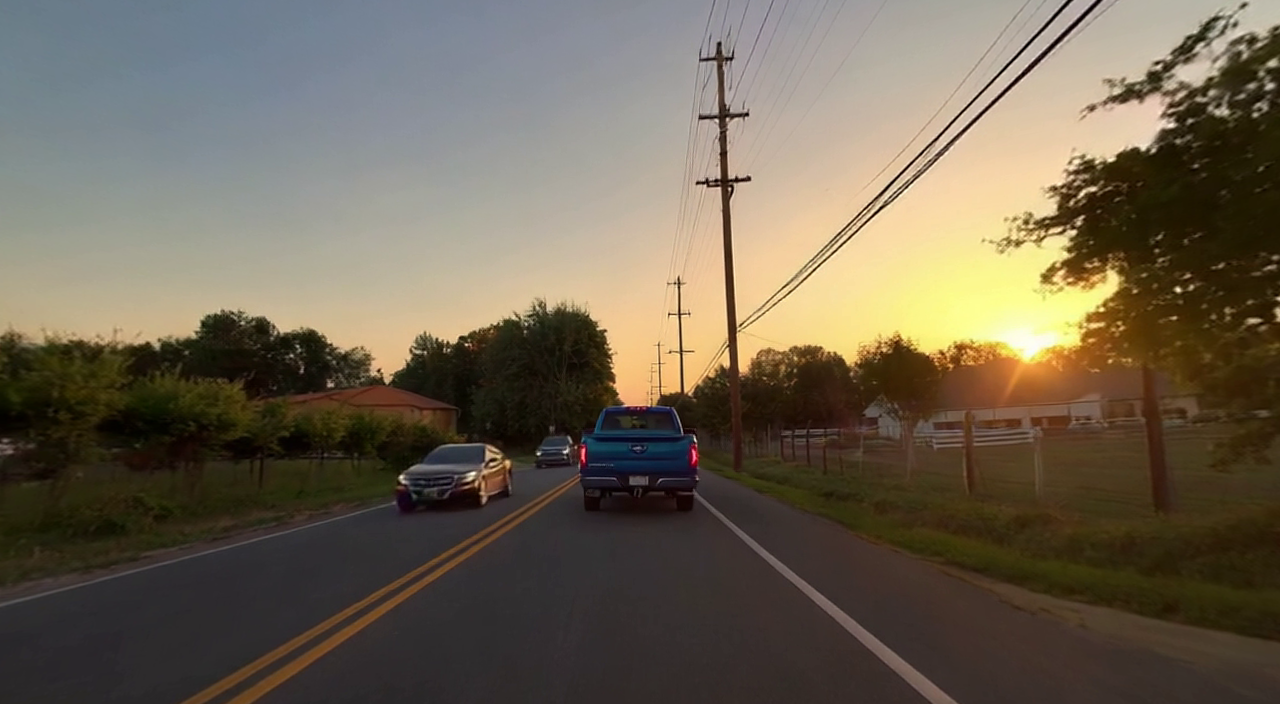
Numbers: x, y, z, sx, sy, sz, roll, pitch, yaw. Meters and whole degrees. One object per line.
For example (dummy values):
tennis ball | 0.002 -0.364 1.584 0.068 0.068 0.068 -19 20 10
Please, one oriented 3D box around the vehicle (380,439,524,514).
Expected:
vehicle | -4.080 2.766 14.563 1.974 1.455 4.289 0 -8 0

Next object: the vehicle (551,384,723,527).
vehicle | -0.087 2.062 12.955 2.693 2.223 5.885 0 -8 -1
